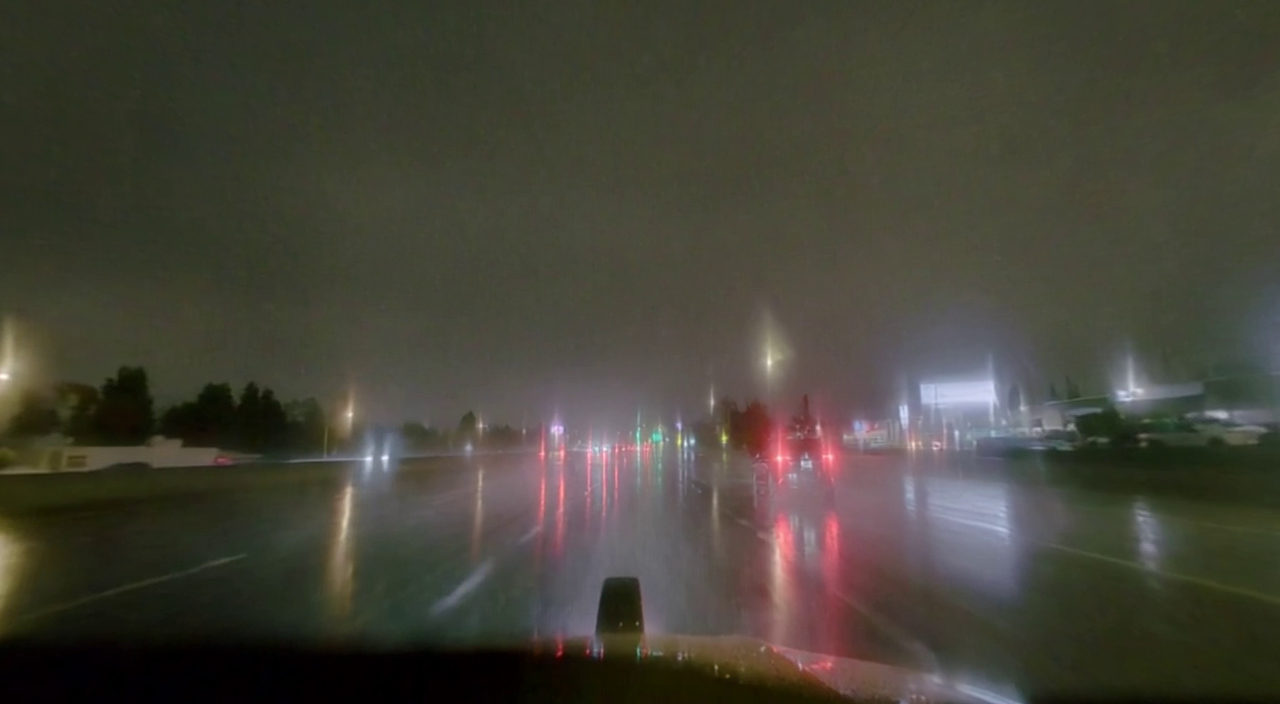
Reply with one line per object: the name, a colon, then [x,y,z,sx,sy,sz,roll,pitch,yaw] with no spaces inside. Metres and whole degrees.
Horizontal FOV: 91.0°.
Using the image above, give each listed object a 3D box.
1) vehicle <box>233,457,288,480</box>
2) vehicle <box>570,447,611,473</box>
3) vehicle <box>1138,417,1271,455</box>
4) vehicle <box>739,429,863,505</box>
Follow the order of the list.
vehicle: [-27.924,8.556,46.461,1.694,1.499,3.764,0,-9,0]
vehicle: [-3.006,6.694,39.305,2.139,1.510,4.506,0,-9,0]
vehicle: [37.201,5.569,41.658,6.179,2.207,2.545,-2,-9,1]
vehicle: [4.204,3.094,17.377,2.109,1.764,4.704,0,-9,-1]
